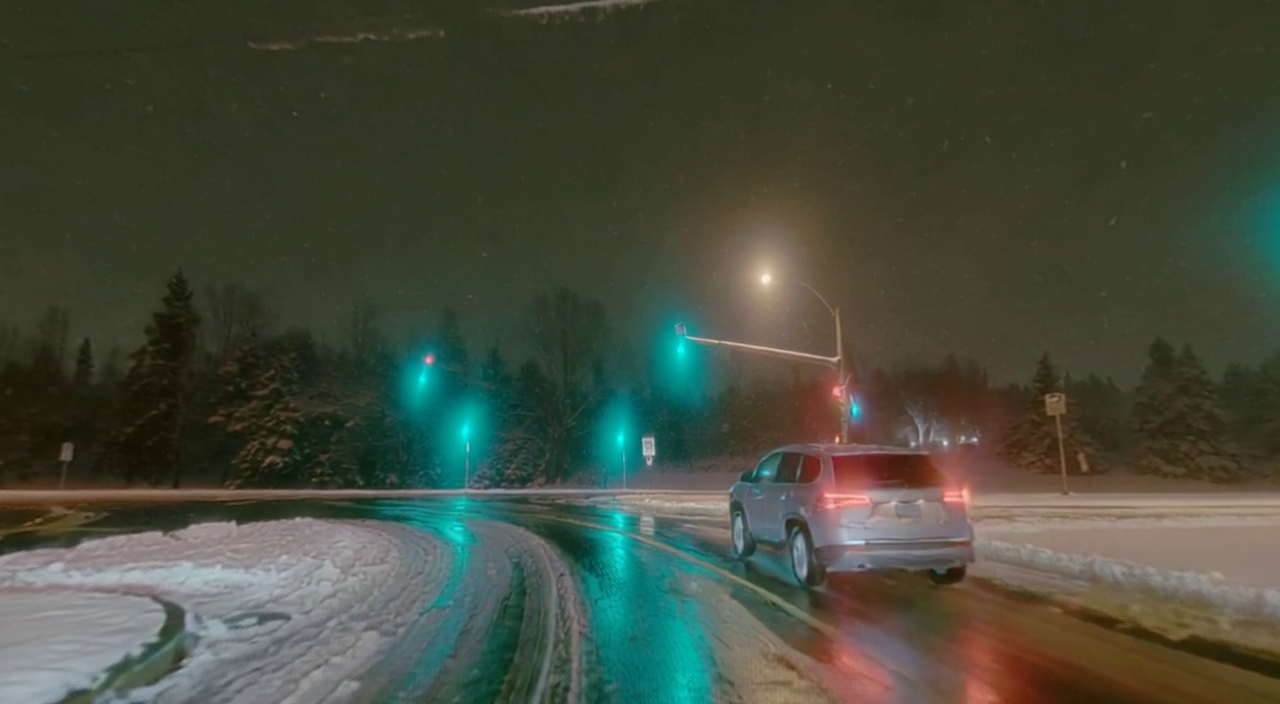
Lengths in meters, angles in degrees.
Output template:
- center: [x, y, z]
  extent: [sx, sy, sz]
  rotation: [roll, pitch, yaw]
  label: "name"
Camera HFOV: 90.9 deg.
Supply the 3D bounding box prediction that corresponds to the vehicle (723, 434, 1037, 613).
- center: [2.603, 1.937, 8.171]
  extent: [1.938, 1.648, 4.211]
  rotation: [1, -9, -8]
  label: "vehicle"
